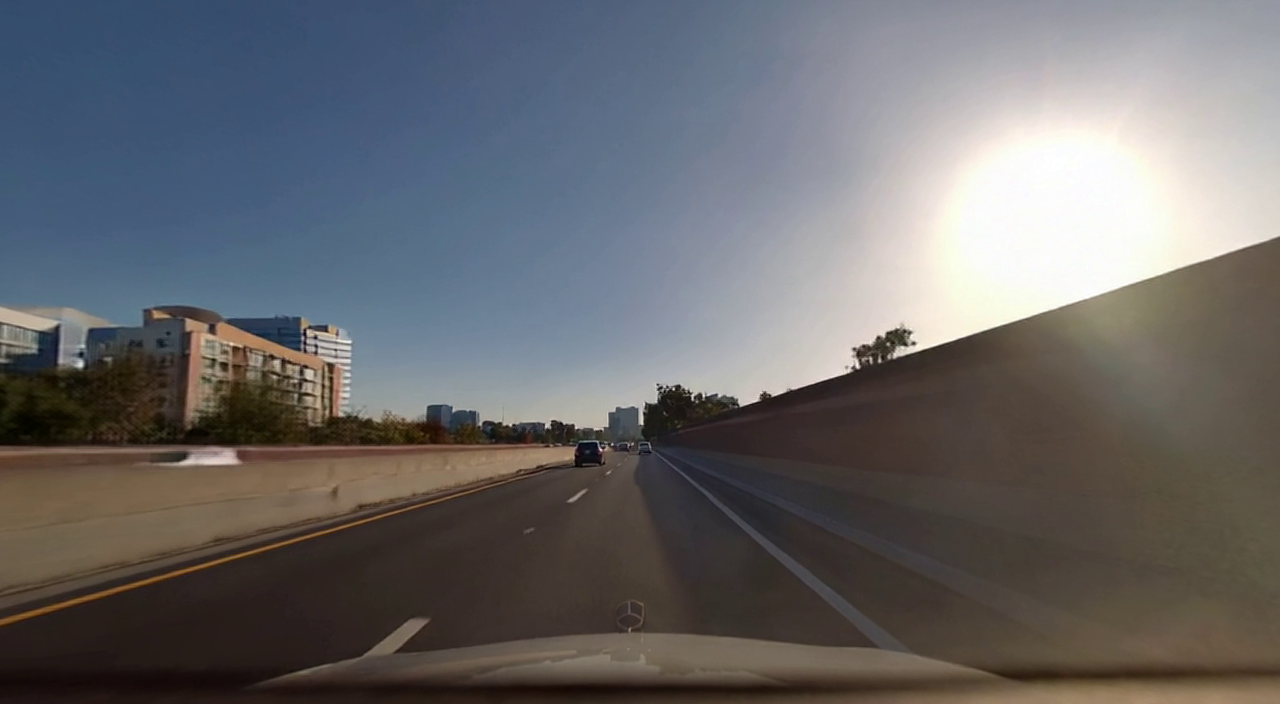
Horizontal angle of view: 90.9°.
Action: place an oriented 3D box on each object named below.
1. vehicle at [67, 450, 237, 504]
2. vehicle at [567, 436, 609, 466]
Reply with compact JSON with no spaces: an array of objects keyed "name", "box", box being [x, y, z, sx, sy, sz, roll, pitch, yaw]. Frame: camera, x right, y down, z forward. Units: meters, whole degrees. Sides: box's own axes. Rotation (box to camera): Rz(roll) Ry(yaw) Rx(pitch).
[{"name":"vehicle","box":[-15.242,3.876,20.106,1.789,1.464,4.599,0,-8,-1]},{"name":"vehicle","box":[-3.335,6.472,41.420,2.159,1.793,5.027,-1,-8,1]}]
